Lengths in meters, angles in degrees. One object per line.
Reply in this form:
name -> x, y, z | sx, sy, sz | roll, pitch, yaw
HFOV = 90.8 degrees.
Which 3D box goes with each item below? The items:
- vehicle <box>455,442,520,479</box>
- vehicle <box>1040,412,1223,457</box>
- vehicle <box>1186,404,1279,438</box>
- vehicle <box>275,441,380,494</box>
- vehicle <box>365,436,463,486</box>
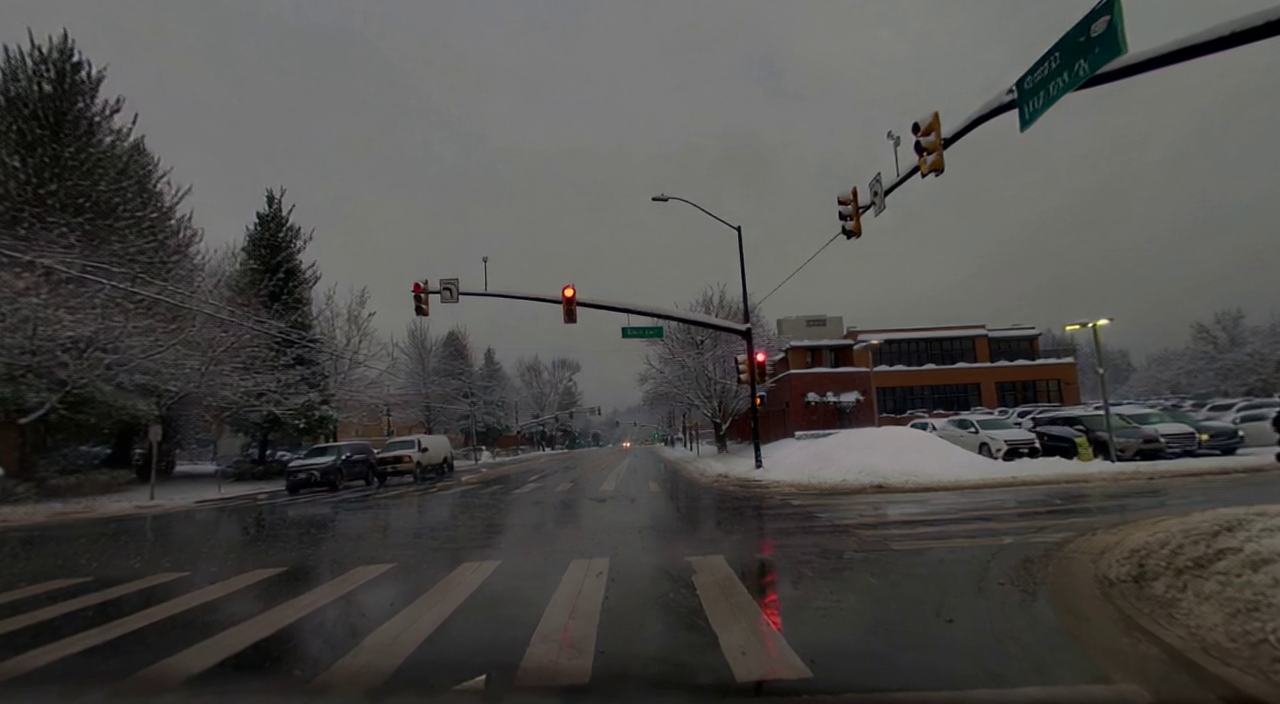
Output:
vehicle -> -6.977, 4.998, 29.324 | 2.024, 1.470, 4.153 | -3, -9, -1
vehicle -> 16.955, 2.906, 22.094 | 4.560, 1.453, 1.851 | -3, -9, 18
vehicle -> 34.915, 4.028, 36.649 | 4.326, 1.511, 1.725 | -8, -9, 17
vehicle -> -13.723, 5.067, 28.151 | 2.251, 1.957, 4.968 | -4, -9, -1
vehicle -> -10.166, 4.960, 29.060 | 2.475, 1.940, 5.702 | -3, -9, 0
